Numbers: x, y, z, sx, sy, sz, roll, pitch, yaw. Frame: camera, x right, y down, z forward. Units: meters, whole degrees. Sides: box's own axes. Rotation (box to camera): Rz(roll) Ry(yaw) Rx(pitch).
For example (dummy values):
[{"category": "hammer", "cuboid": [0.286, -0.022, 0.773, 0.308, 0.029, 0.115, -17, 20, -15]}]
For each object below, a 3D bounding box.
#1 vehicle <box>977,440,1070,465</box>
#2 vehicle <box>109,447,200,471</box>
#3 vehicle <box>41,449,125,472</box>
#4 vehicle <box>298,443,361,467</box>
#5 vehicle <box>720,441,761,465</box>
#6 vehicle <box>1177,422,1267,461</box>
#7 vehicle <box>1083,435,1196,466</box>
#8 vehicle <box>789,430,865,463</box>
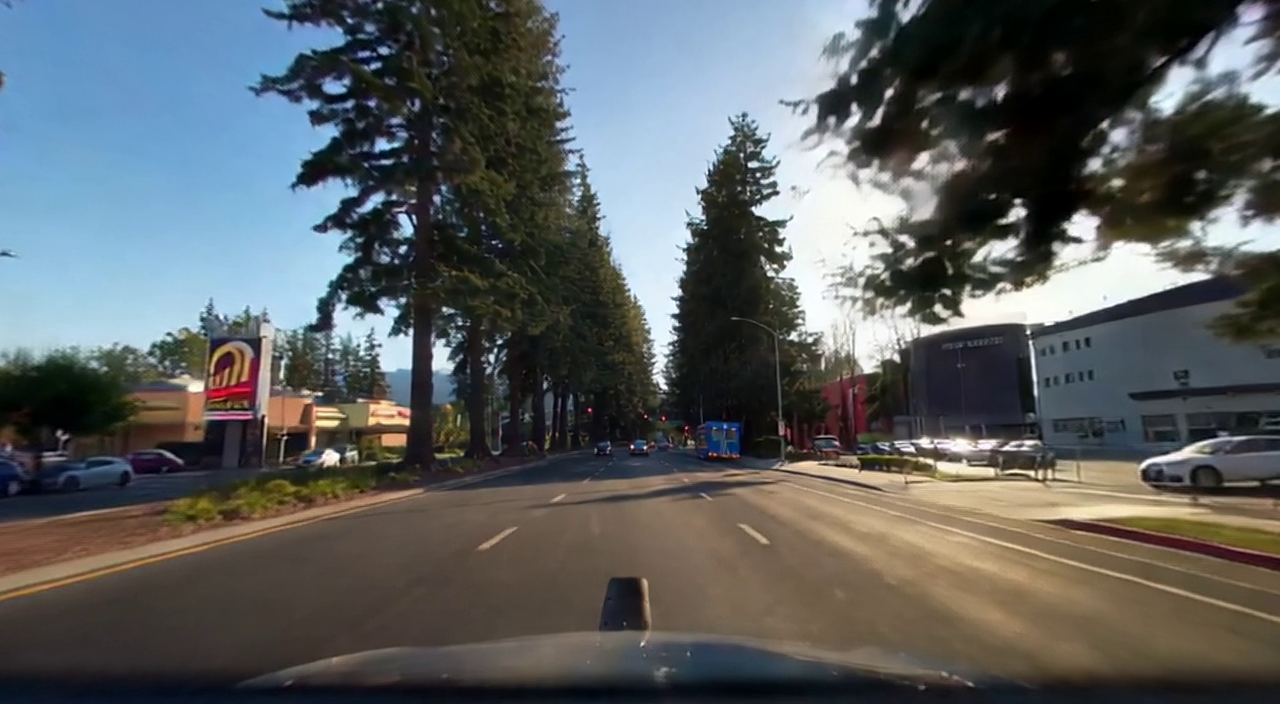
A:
[{"category": "vehicle", "cuboid": [23.965, 6.281, 39.482, 4.744, 1.481, 1.855, -6, -10, 34]}, {"category": "vehicle", "cuboid": [-31.304, 6.895, 40.702, 4.566, 1.484, 2.051, -2, -9, 12]}, {"category": "vehicle", "cuboid": [-36.578, 7.127, 41.425, 4.232, 1.477, 1.772, -2, -9, 11]}, {"category": "vehicle", "cuboid": [-22.871, 7.603, 46.662, 1.936, 1.654, 4.857, -1, -8, 4]}, {"category": "vehicle", "cuboid": [6.680, 6.742, 42.283, 1.980, 1.473, 4.537, 0, -8, 0]}, {"category": "vehicle", "cuboid": [40.204, 6.173, 43.509, 6.741, 2.278, 2.778, 2, -9, -34]}, {"category": "vehicle", "cuboid": [28.740, 5.698, 36.479, 4.589, 1.524, 1.999, -6, -7, 21]}, {"category": "vehicle", "cuboid": [13.656, 6.844, 45.896, 5.354, 2.214, 2.504, 6, -11, -38]}]
